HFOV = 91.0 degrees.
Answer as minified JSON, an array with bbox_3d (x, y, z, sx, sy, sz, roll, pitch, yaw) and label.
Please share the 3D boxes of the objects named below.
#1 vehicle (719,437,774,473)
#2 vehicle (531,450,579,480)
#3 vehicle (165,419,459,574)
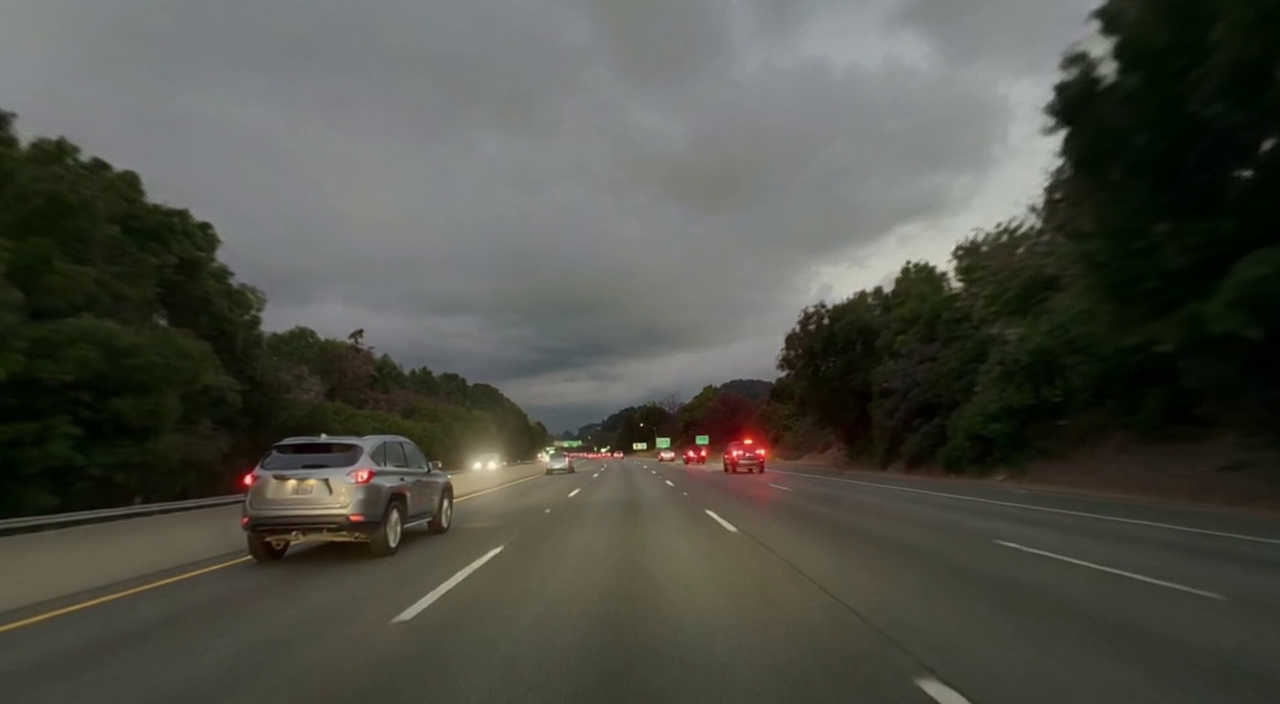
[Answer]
[{"bbox_3d":[6.591,6.476,39.672,2.378,2.096,5.119,0,-9,-2],"label":"vehicle"},{"bbox_3d":[-4.450,5.961,33.529,2.009,1.488,4.289,0,-9,-1],"label":"vehicle"},{"bbox_3d":[-4.382,1.992,9.411,2.079,1.745,4.281,0,-9,0],"label":"vehicle"}]
